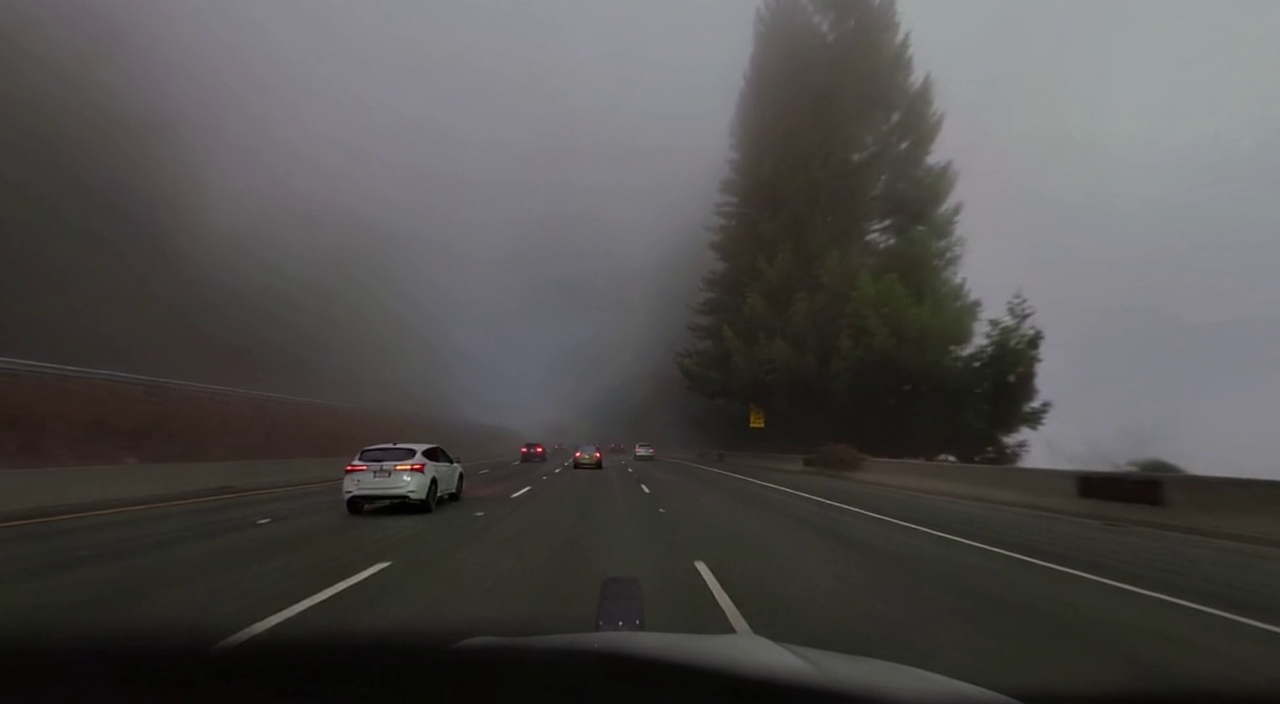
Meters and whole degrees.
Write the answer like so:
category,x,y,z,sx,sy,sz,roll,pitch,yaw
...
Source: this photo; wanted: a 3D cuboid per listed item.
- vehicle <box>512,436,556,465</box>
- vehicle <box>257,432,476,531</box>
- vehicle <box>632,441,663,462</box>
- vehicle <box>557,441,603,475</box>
category,x,y,z,sx,sy,sz,roll,pitch,yaw
vehicle,-6.773,6.375,40.937,2.244,1.755,4.417,0,-8,-3
vehicle,-4.830,2.351,12.173,2.049,1.482,4.981,0,-9,-1
vehicle,0.509,7.293,46.433,2.021,1.447,3.985,0,-9,-4
vehicle,-2.687,4.865,29.287,1.947,1.437,4.345,0,-9,-3
